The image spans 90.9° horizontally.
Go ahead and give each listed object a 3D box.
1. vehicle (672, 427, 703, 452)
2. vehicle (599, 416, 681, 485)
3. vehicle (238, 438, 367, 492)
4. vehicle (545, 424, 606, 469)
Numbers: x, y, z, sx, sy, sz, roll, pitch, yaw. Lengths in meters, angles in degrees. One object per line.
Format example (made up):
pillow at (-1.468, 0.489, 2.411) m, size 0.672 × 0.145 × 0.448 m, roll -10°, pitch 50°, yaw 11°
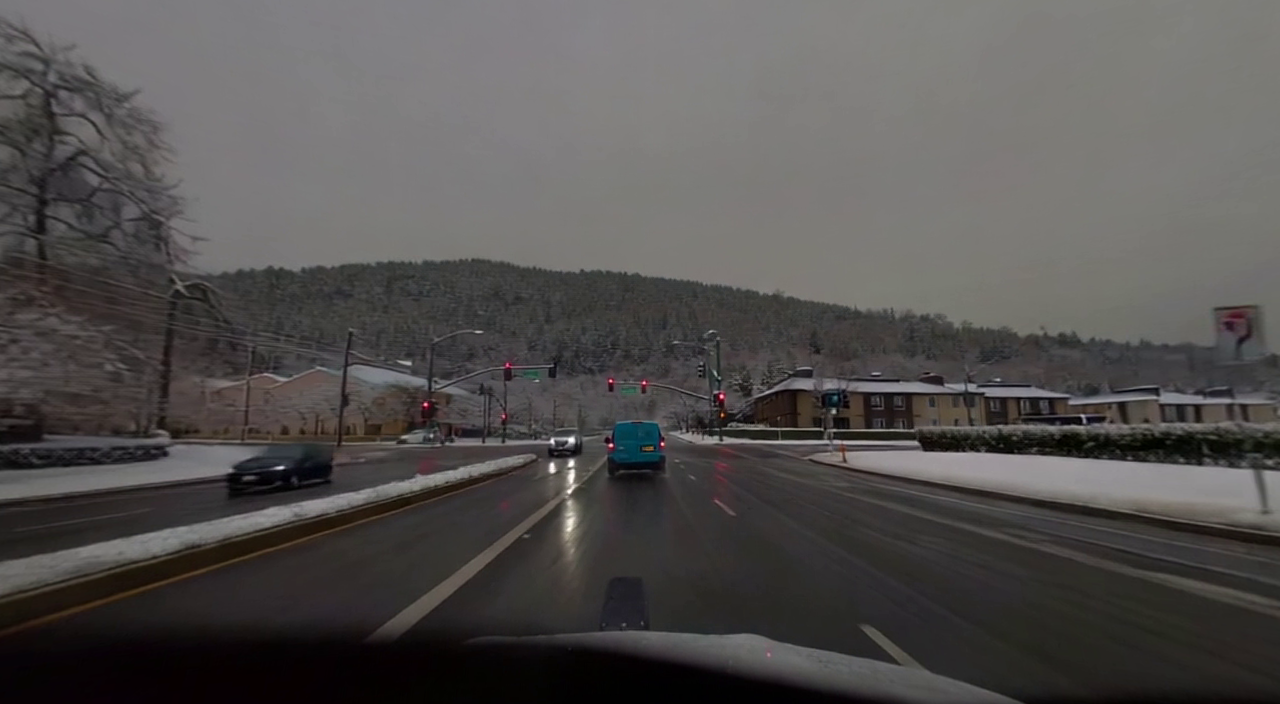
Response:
vehicle at (3.313, 6.215, 44.565) m, size 1.817 × 1.662 × 3.843 m, roll 0°, pitch -8°, yaw -1°
vehicle at (0.047, 2.950, 19.036) m, size 2.185 × 1.822 × 4.391 m, roll 0°, pitch -8°, yaw 1°
vehicle at (-10.380, 3.484, 19.841) m, size 1.991 × 1.469 × 4.596 m, roll 1°, pitch -8°, yaw -7°
vehicle at (-2.747, 4.168, 27.811) m, size 2.131 × 1.783 × 4.540 m, roll 0°, pitch -8°, yaw 1°
